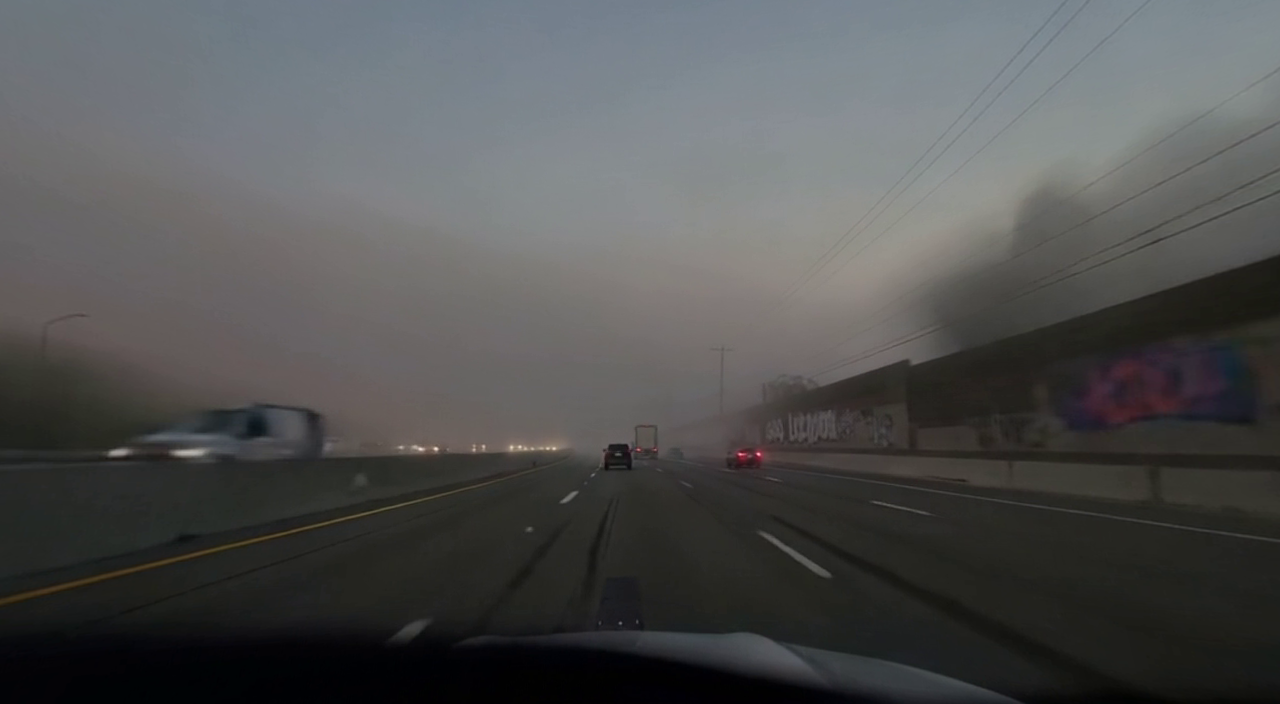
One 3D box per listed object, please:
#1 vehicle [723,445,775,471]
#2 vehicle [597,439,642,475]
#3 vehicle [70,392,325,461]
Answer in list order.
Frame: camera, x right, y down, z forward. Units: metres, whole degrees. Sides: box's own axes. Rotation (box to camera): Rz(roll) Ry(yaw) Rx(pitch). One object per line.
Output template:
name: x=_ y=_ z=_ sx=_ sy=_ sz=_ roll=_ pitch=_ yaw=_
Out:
vehicle: x=6.501 y=6.360 z=38.191 sx=2.018 sy=1.451 sz=4.762 roll=0 pitch=-9 yaw=-3
vehicle: x=-1.029 y=5.328 z=32.206 sx=2.191 sy=1.685 sz=3.353 roll=0 pitch=-9 yaw=-2
vehicle: x=-10.485 y=1.959 z=15.817 sx=2.299 sy=1.399 sz=5.789 roll=0 pitch=-9 yaw=-1
